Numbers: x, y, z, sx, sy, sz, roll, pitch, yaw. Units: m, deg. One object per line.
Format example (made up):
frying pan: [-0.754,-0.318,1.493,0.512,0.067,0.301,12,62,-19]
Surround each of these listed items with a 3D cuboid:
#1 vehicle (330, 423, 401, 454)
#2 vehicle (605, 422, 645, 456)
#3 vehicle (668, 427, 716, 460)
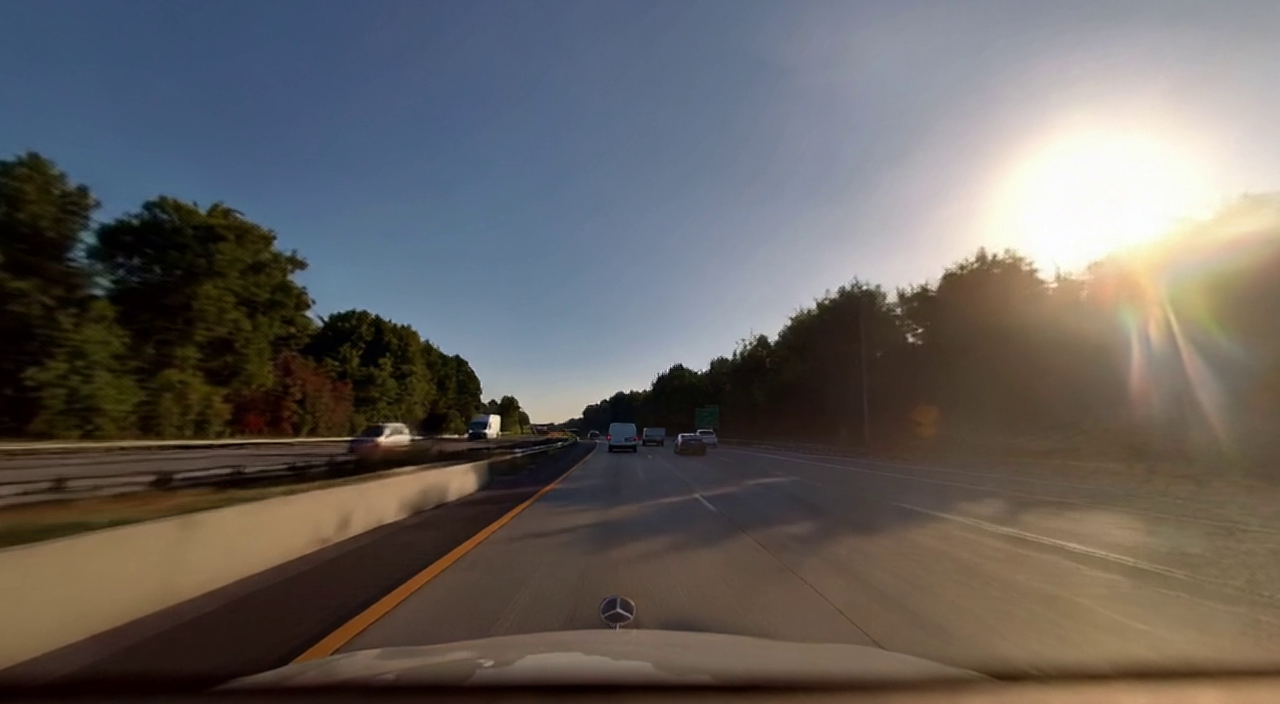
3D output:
vehicle: [-14.220,4.501,32.977,1.845,1.509,4.226,0,-8,0]
vehicle: [-0.943,5.454,39.692,2.403,1.994,4.683,0,-8,-1]
vehicle: [2.647,4.745,32.741,1.996,1.589,3.715,0,-8,-3]
